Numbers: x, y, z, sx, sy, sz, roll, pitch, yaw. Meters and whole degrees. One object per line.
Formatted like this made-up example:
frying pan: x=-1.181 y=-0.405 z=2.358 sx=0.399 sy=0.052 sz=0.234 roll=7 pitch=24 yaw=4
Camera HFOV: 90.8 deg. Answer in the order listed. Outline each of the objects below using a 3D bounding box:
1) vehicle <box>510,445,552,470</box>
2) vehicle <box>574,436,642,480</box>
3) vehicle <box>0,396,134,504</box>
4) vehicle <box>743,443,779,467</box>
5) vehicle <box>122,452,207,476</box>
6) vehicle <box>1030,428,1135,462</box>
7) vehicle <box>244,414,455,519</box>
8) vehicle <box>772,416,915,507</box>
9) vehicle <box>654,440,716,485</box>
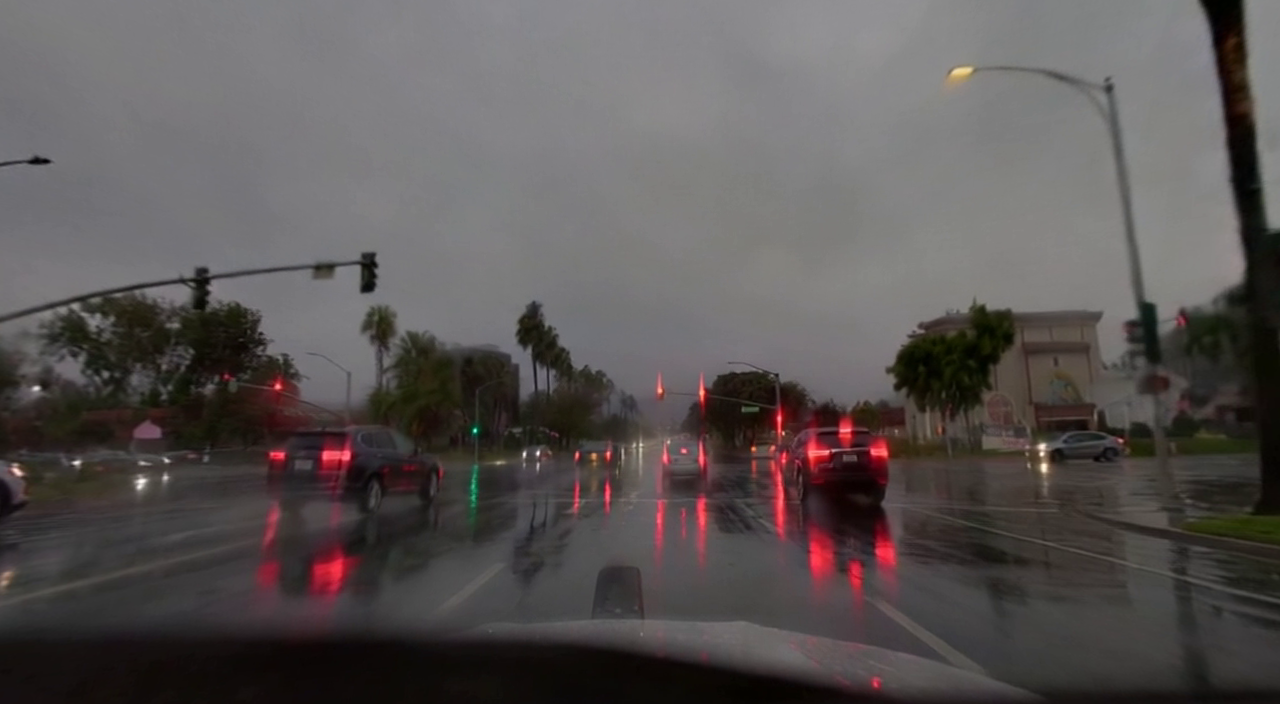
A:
vehicle: x=-7.660 y=7.312 z=44.027 sx=2.041 sy=1.660 sz=4.371 roll=3 pitch=-9 yaw=-21
vehicle: x=-1.276 y=4.606 z=27.742 sx=2.088 sy=1.746 sz=4.650 roll=-2 pitch=-9 yaw=8
vehicle: x=-23.378 y=3.954 z=25.750 sx=3.436 sy=3.529 sz=11.210 roll=3 pitch=-9 yaw=-35
vehicle: x=8.099 y=6.909 z=42.650 sx=2.149 sy=1.532 sz=4.168 roll=-2 pitch=-9 yaw=8
vehicle: x=-34.161 y=8.017 z=45.450 sx=4.942 sy=1.602 sz=2.111 roll=-2 pitch=-8 yaw=13
vehicle: x=26.251 y=5.573 z=37.646 sx=4.557 sy=1.848 sz=2.008 roll=-3 pitch=-9 yaw=9
vehicle: x=-5.981 y=2.443 z=13.870 sx=2.127 sy=1.888 sz=4.637 roll=-1 pitch=-9 yaw=4
vehicle: x=4.902 y=2.744 z=16.171 sx=2.267 sy=1.931 sz=5.145 roll=-1 pitch=-9 yaw=4
vehicle: x=1.742 y=4.024 z=23.193 sx=2.057 sy=1.492 sz=3.825 roll=-1 pitch=-9 yaw=7
